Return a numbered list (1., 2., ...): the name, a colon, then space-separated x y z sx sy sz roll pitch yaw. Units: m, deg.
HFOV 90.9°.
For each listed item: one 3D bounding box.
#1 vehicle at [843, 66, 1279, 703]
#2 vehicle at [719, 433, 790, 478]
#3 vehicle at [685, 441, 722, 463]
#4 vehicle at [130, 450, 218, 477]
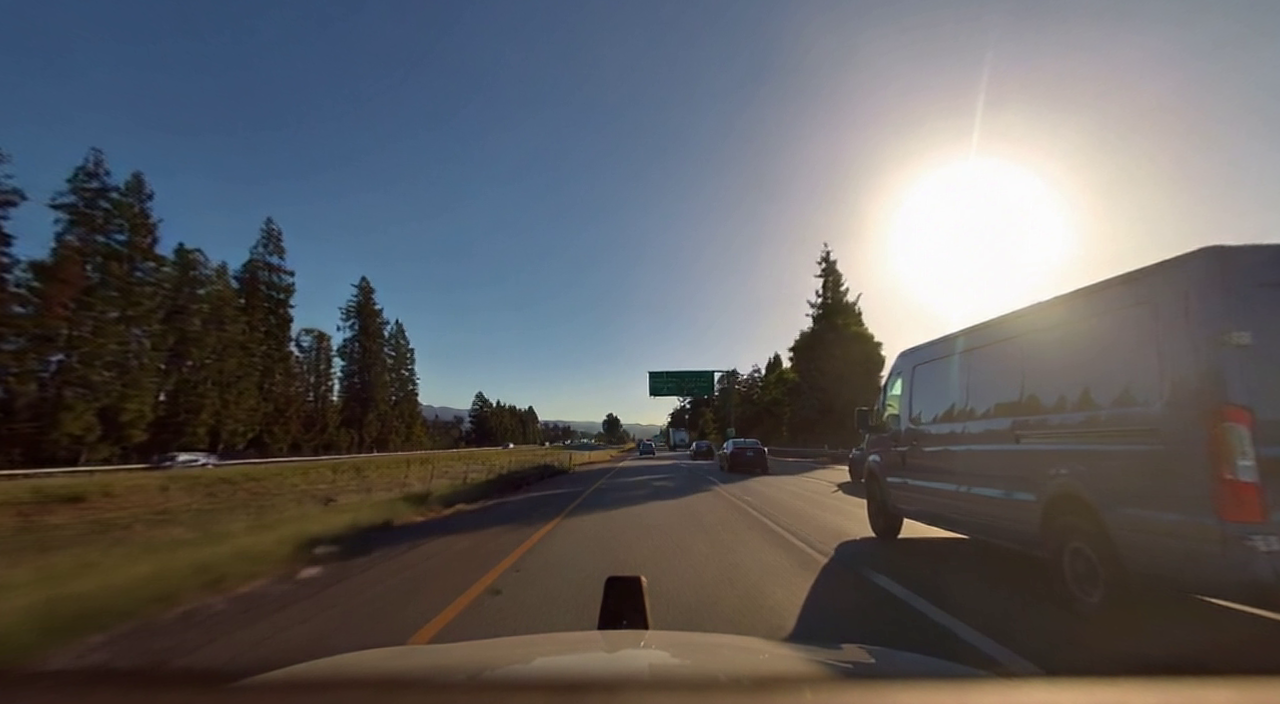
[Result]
1. vehicle: 3.634 0.598 4.745 2.302 2.670 5.912 0 -8 1
2. vehicle: 4.508 4.140 25.528 2.034 1.651 4.342 0 -8 0
3. vehicle: 4.406 6.977 44.318 2.050 1.448 4.123 0 -8 -1
4. vehicle: -27.654 6.604 37.639 1.949 1.459 4.287 0 -8 0
